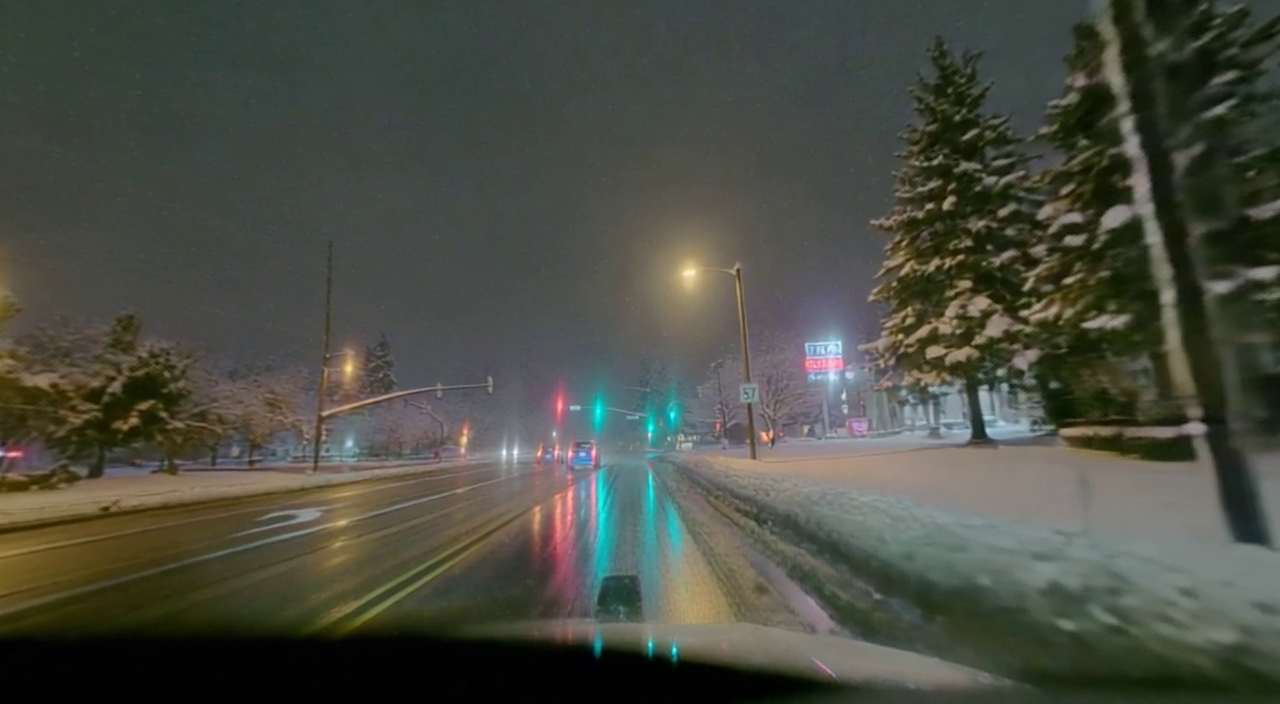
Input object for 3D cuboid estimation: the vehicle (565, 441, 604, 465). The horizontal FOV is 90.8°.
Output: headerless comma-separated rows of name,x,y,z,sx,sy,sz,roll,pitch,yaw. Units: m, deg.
vehicle,-3.609,6.676,41.889,2.054,1.449,4.772,0,-8,1
